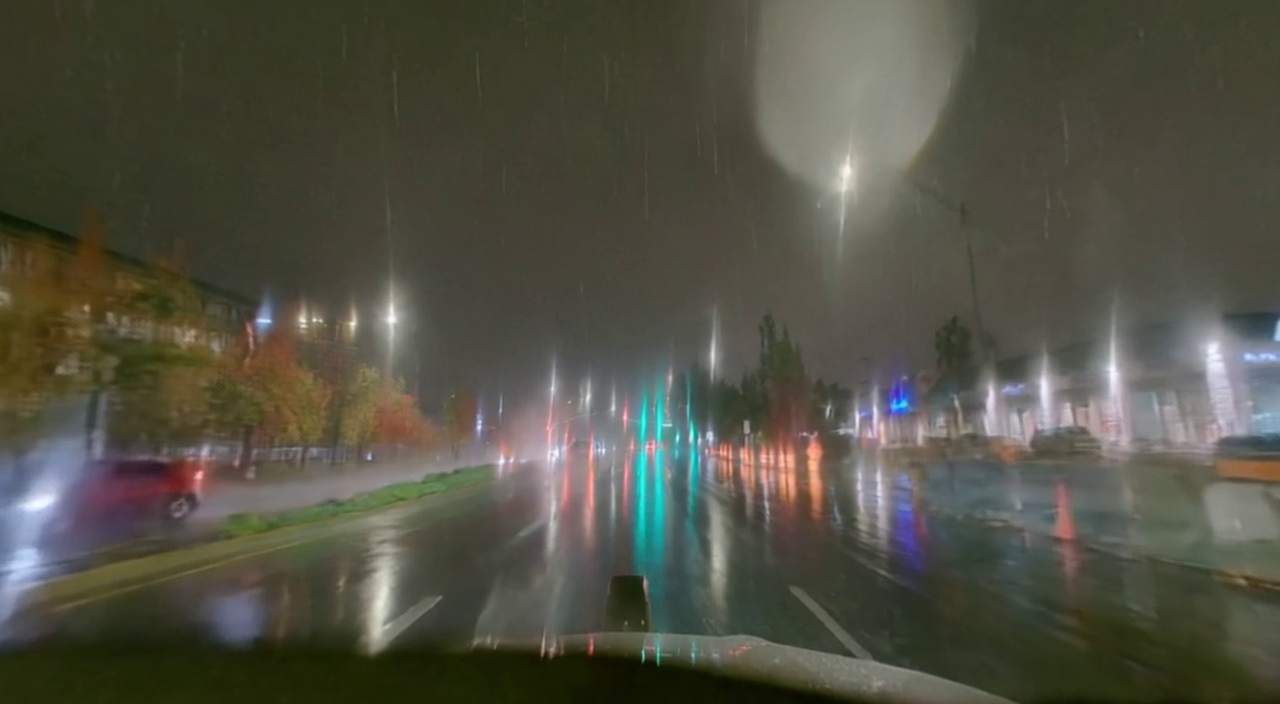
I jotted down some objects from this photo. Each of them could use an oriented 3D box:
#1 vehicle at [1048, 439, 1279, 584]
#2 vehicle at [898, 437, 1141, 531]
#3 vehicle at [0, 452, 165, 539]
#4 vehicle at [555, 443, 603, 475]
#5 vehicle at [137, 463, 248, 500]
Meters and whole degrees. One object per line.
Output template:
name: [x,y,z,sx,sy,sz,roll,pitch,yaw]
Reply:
vehicle: [7.227,1.762,7.559,1.799,1.399,4.317,-1,-8,1]
vehicle: [7.033,2.462,12.428,1.953,1.479,4.524,0,-8,0]
vehicle: [-12.303,2.848,13.052,1.797,1.510,3.919,0,-8,1]
vehicle: [-2.860,5.139,30.514,1.926,1.442,4.231,0,-8,0]
vehicle: [-22.075,6.397,31.368,1.955,1.447,4.911,-2,-8,0]
